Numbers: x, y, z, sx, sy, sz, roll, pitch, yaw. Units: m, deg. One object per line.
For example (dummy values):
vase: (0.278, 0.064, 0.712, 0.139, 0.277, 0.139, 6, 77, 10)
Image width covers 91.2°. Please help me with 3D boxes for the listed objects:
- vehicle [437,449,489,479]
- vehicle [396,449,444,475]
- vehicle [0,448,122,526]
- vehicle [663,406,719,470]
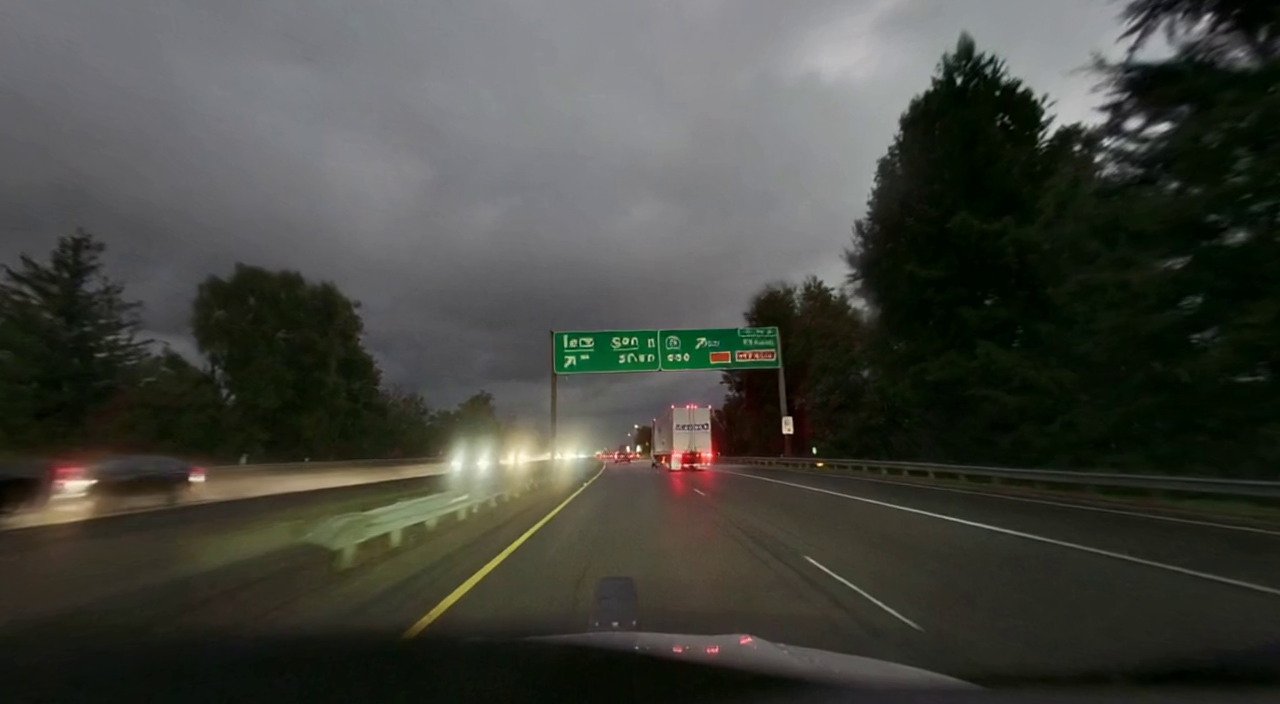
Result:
vehicle: (-10.046, 6.382, 35.917, 1.875, 1.565, 3.912, 0, -9, -1)
vehicle: (-14.264, 7.140, 40.865, 1.813, 1.545, 3.874, 0, -9, -1)
vehicle: (-13.521, 2.799, 13.250, 1.954, 1.499, 3.694, 0, -9, -1)
vehicle: (3.329, 5.947, 43.172, 2.892, 3.928, 8.380, 0, -9, -1)
